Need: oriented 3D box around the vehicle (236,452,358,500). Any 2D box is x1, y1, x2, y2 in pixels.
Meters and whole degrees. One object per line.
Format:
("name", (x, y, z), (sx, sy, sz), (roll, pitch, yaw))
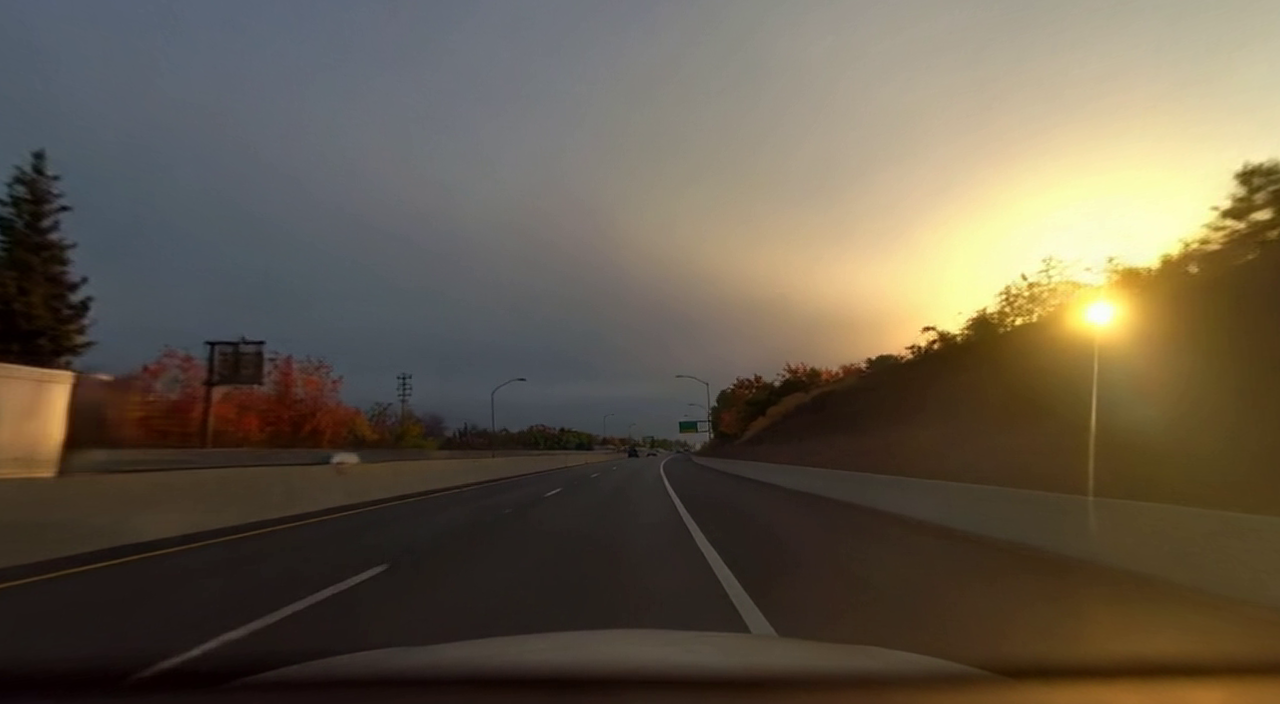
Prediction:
("vehicle", (-12.842, 4.646, 23.887), (1.976, 1.564, 4.707), (-1, -9, 1))
